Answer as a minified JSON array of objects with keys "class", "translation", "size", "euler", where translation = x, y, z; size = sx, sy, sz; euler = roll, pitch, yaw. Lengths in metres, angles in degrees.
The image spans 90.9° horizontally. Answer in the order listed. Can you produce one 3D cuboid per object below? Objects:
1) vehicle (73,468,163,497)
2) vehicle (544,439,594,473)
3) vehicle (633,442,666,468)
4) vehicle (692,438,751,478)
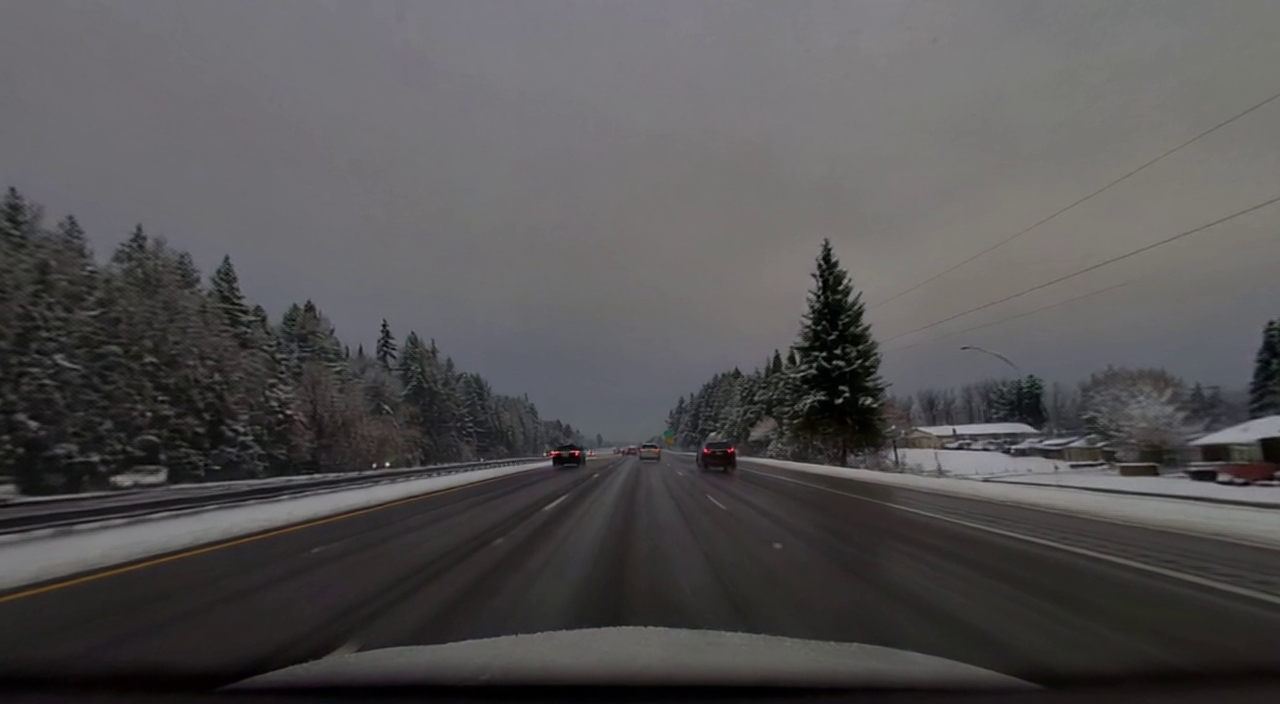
[{"class":"vehicle","translation":[-35.224,8.805,42.789],"size":[1.944,1.663,4.832],"euler":[0,-8,0]},{"class":"vehicle","translation":[-3.932,5.831,35.751],"size":[2.217,1.773,4.553],"euler":[0,-8,1]},{"class":"vehicle","translation":[0.603,6.777,41.863],"size":[2.049,1.620,4.153],"euler":[0,-8,0]},{"class":"vehicle","translation":[3.438,4.540,27.232],"size":[1.996,1.579,3.841],"euler":[0,-8,-1]}]
